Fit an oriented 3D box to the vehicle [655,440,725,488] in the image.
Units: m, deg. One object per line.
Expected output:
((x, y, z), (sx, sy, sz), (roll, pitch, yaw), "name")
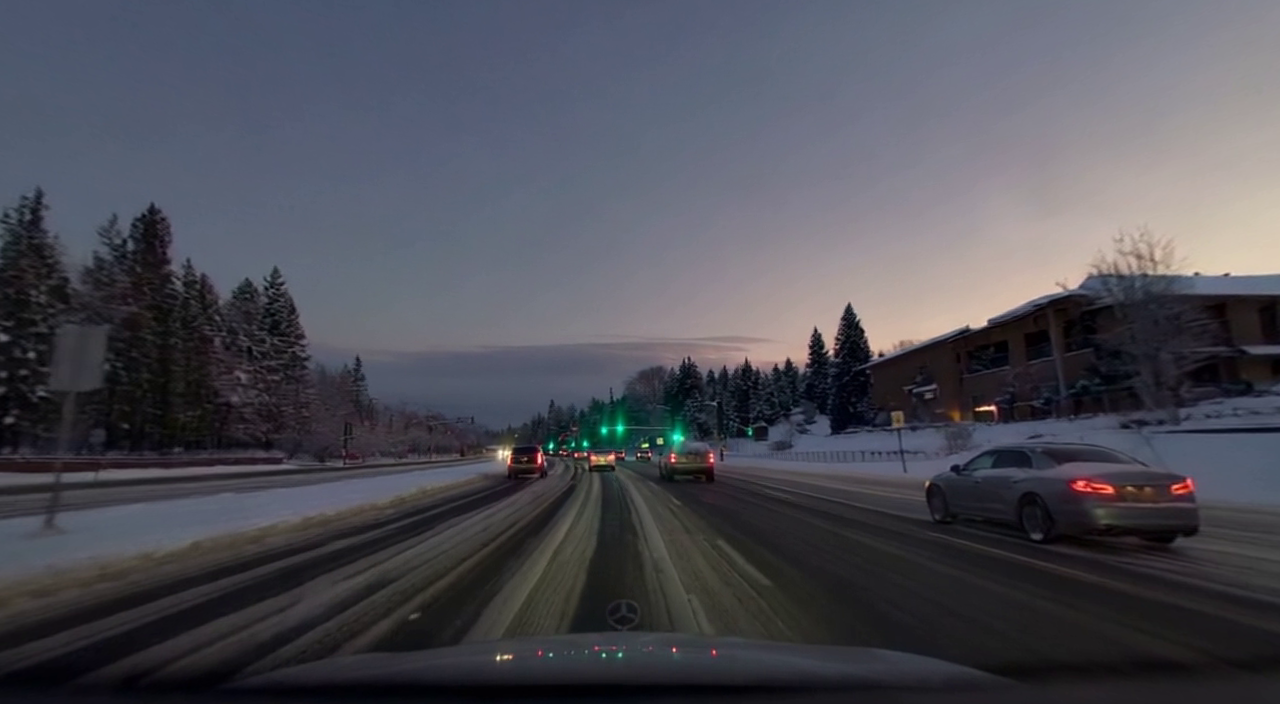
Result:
((1.868, 4.384, 25.156), (2.161, 1.716, 4.194), (1, -8, -4), "vehicle")

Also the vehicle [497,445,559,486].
((-4.939, 5.032, 28.416), (2.172, 1.671, 4.175), (0, -8, -2), "vehicle")

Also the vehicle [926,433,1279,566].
((6.097, 1.897, 8.959), (1.945, 1.408, 4.288), (0, -8, -2), "vehicle")

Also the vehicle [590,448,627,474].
((-1.999, 6.689, 38.933), (2.155, 1.486, 4.403), (1, -8, -5), "vehicle")
